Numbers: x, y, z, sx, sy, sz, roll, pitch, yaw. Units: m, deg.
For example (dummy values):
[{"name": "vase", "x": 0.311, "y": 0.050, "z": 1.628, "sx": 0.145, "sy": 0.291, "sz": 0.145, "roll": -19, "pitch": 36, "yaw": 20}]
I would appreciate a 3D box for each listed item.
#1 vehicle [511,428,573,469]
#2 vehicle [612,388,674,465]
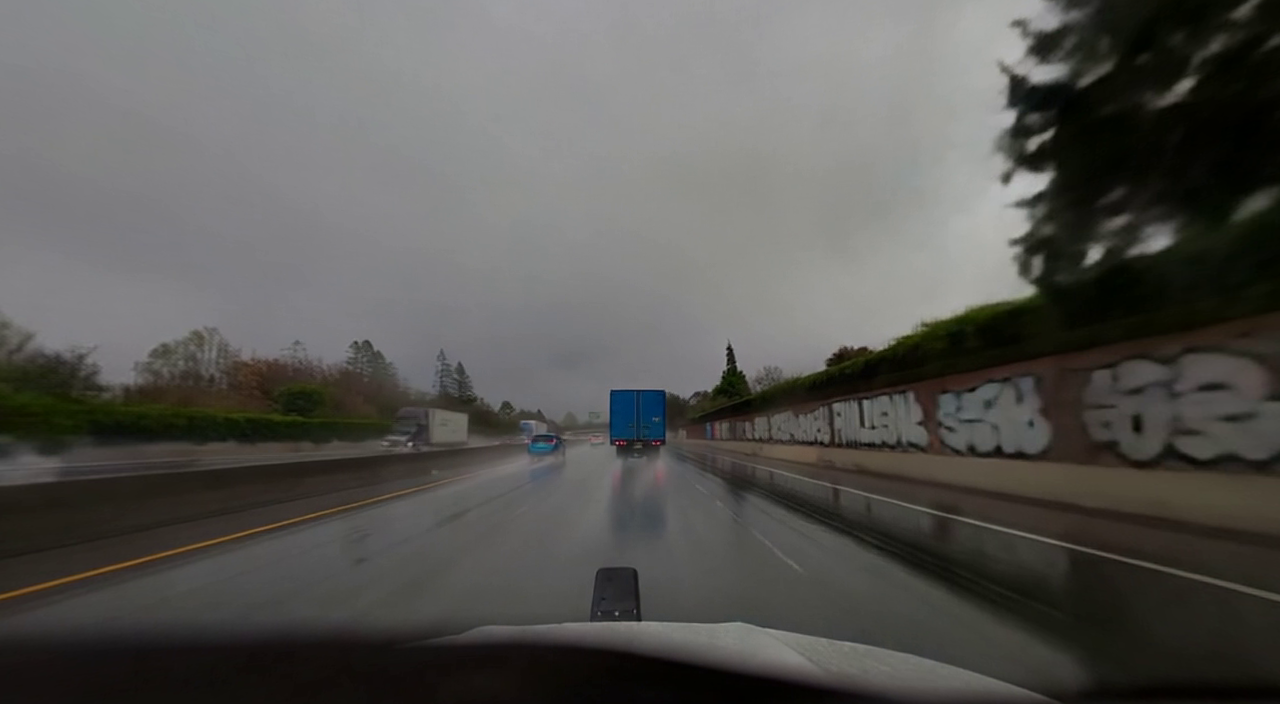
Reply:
[{"name": "vehicle", "x": -4.217, "y": 4.224, "z": 27.816, "sx": 2.058, "sy": 1.645, "sz": 4.130, "roll": 0, "pitch": -8, "yaw": 0}, {"name": "vehicle", "x": 0.047, "y": 4.173, "z": 34.792, "sx": 2.927, "sy": 3.649, "sz": 9.443, "roll": 0, "pitch": -8, "yaw": -1}]
